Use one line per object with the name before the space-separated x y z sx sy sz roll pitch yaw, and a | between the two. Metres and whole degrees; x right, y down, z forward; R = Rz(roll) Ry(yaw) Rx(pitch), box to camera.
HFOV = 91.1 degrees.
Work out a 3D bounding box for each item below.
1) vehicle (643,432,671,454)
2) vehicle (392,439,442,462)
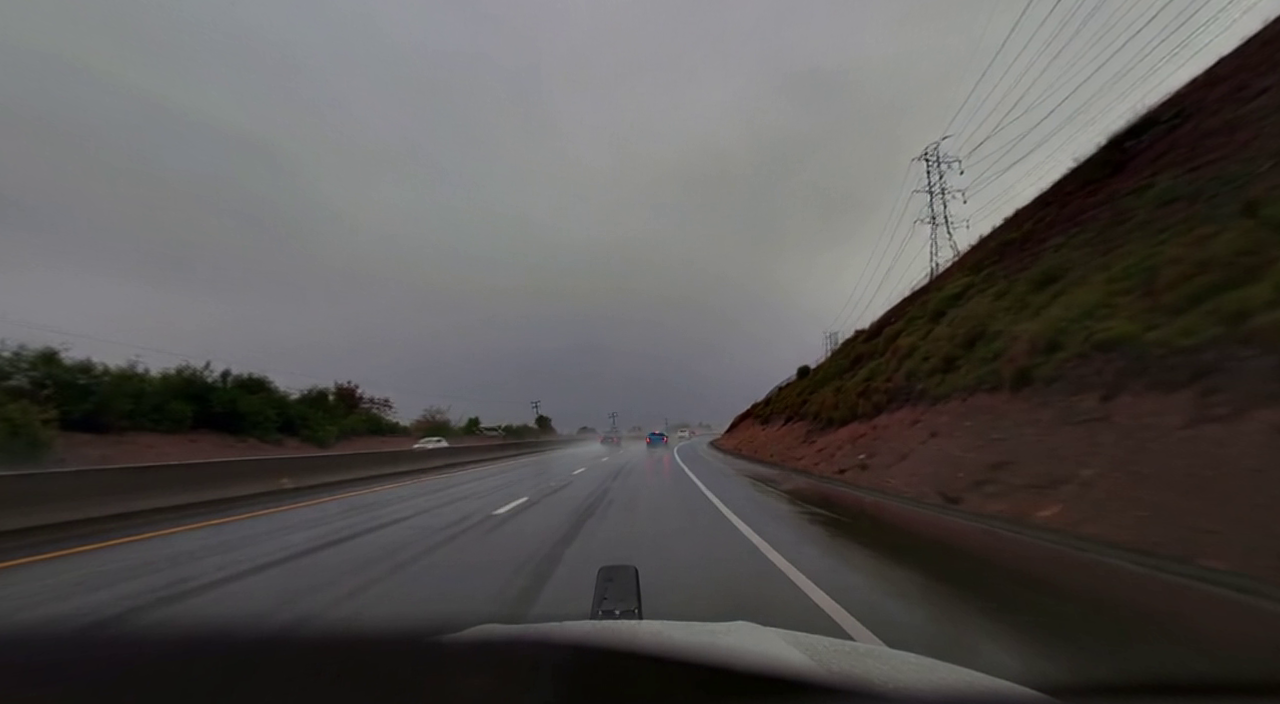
vehicle | 1.356 6.913 47.928 2.077 1.523 4.206 0 -8 3
vehicle | -16.843 7.426 47.707 1.925 1.628 4.630 0 -8 2
